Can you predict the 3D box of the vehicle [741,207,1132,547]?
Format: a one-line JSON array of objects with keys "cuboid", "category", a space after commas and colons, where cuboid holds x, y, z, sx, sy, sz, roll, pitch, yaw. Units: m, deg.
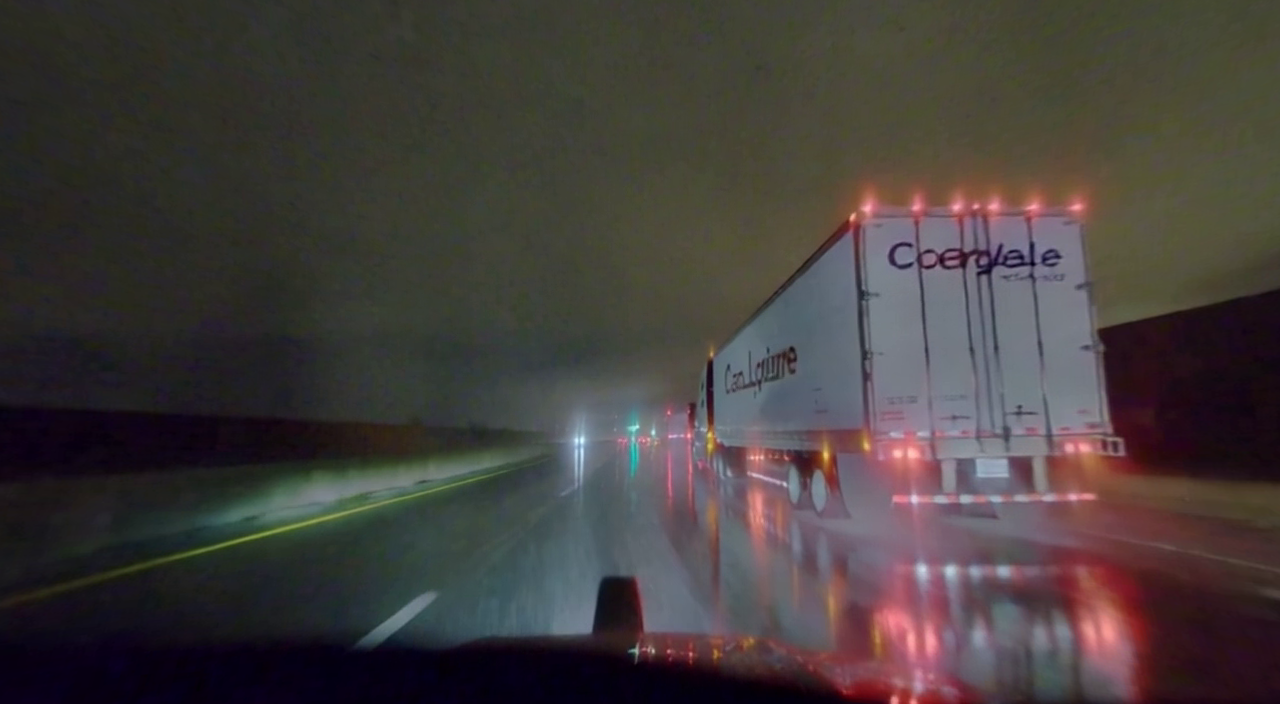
[{"cuboid": [4.059, 0.840, 11.697, 2.840, 3.947, 8.920, 0, -8, 0], "category": "vehicle"}]
